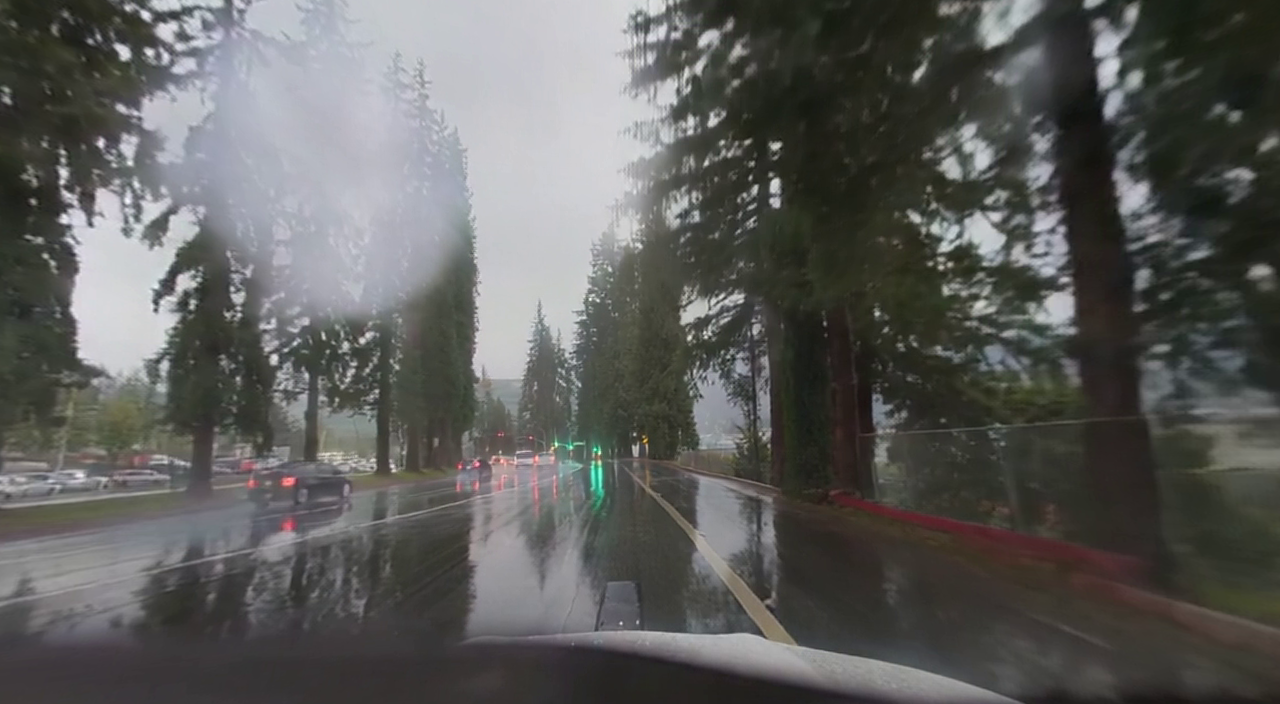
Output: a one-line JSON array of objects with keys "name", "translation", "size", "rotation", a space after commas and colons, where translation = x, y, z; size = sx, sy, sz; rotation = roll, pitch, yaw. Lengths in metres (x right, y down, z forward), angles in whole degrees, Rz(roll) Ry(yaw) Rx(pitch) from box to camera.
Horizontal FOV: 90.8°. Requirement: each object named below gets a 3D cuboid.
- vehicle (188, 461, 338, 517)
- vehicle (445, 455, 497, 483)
[{"name": "vehicle", "translation": [-11.838, 4.291, 20.289], "size": [1.781, 1.476, 4.513], "rotation": [-1, -9, 4]}, {"name": "vehicle", "translation": [-10.694, 7.408, 40.258], "size": [1.886, 1.535, 4.742], "rotation": [0, -9, 1]}]
